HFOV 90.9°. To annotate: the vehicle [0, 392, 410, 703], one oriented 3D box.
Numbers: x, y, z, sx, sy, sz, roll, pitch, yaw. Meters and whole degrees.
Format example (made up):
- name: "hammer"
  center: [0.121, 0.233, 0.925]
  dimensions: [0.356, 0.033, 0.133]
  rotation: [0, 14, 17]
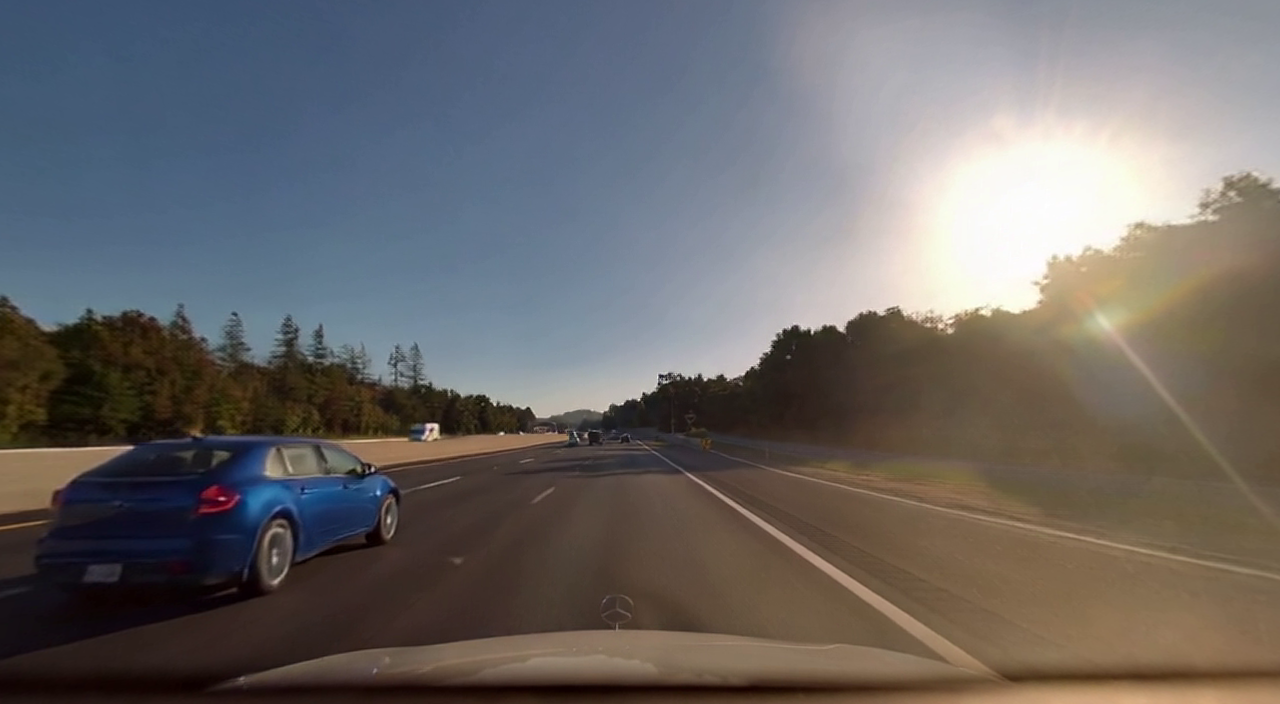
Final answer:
- name: "vehicle"
  center: [-3.712, 1.240, 5.178]
  dimensions: [2.026, 1.517, 4.325]
  rotation: [0, -8, -1]
